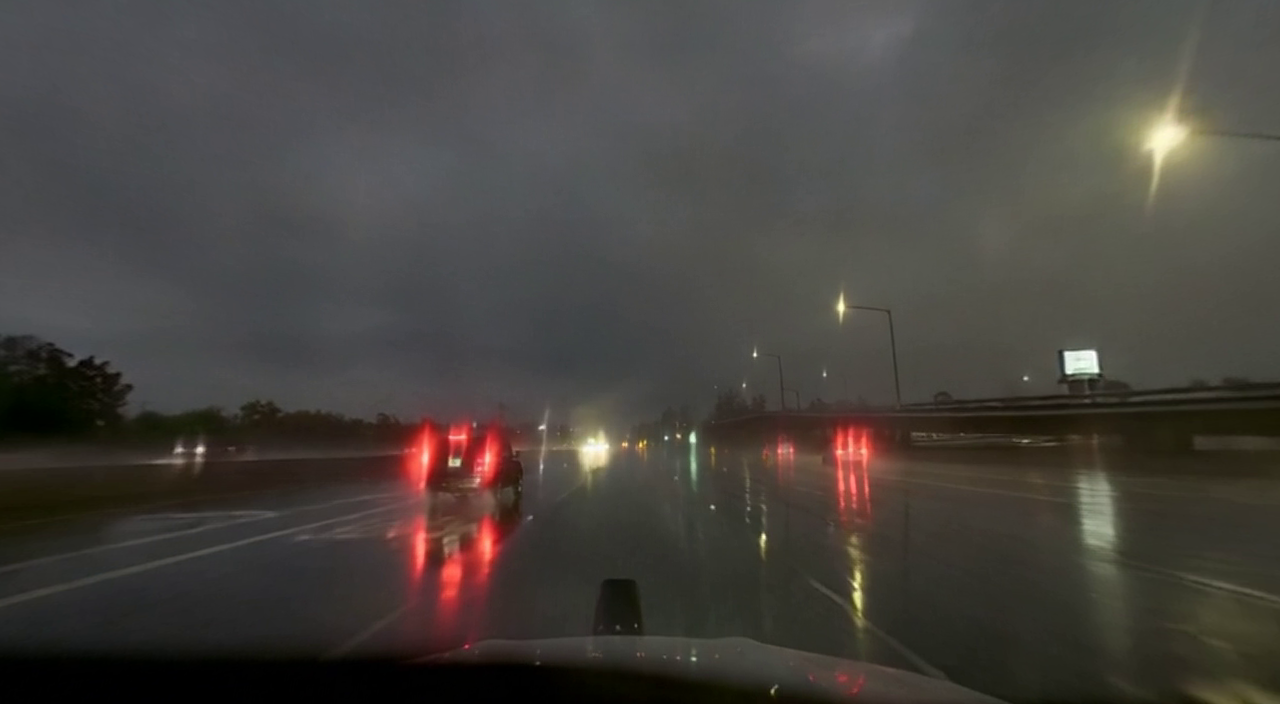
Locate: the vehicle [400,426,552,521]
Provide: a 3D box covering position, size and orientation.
[{"bbox_3d":[-3.286,2.529,13.681,2.178,1.699,4.321,0,-8,-1],"label":"vehicle"}]
